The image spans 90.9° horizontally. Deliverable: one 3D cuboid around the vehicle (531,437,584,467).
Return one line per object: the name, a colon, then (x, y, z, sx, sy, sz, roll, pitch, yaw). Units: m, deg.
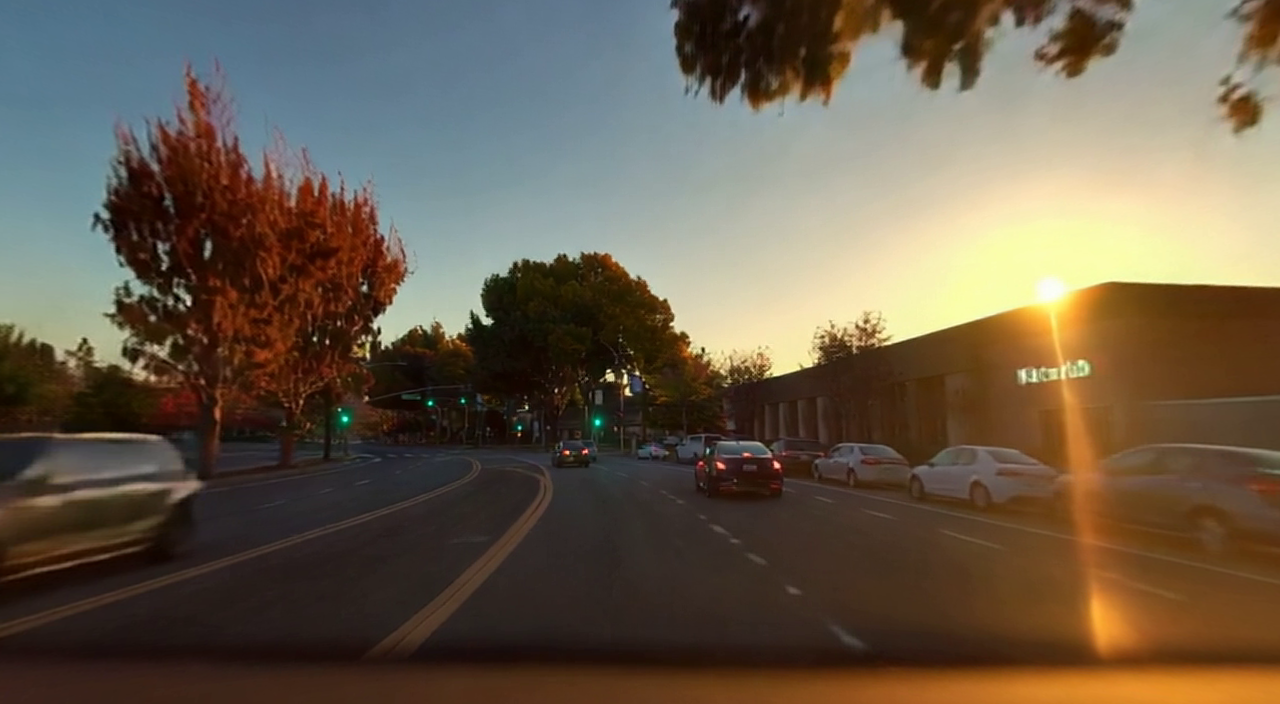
vehicle: (-4.713, 5.601, 35.365, 2.308, 1.535, 4.811, 2, -9, -15)

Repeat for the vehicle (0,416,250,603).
vehicle: (-6.446, 1.467, 6.383, 2.325, 1.509, 4.340, 1, -8, -3)

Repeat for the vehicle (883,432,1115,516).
vehicle: (7.287, 2.515, 13.566, 1.882, 1.469, 4.766, 1, -8, -5)

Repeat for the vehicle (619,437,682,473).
vehicle: (0.375, 4.647, 28.602, 1.984, 1.476, 4.488, 2, -9, -11)

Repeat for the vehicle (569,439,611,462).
vehicle: (-3.519, 6.739, 43.359, 1.957, 1.463, 4.701, 2, -9, -15)

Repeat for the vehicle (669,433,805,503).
vehicle: (2.179, 2.810, 15.711, 2.280, 1.472, 4.426, 1, -8, -6)

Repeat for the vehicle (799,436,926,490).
vehicle: (6.633, 3.360, 19.423, 1.820, 1.450, 4.408, 1, -8, -8)

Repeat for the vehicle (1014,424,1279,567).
vehicle: (7.546, 1.802, 8.601, 1.890, 1.488, 4.567, 1, -8, -3)
